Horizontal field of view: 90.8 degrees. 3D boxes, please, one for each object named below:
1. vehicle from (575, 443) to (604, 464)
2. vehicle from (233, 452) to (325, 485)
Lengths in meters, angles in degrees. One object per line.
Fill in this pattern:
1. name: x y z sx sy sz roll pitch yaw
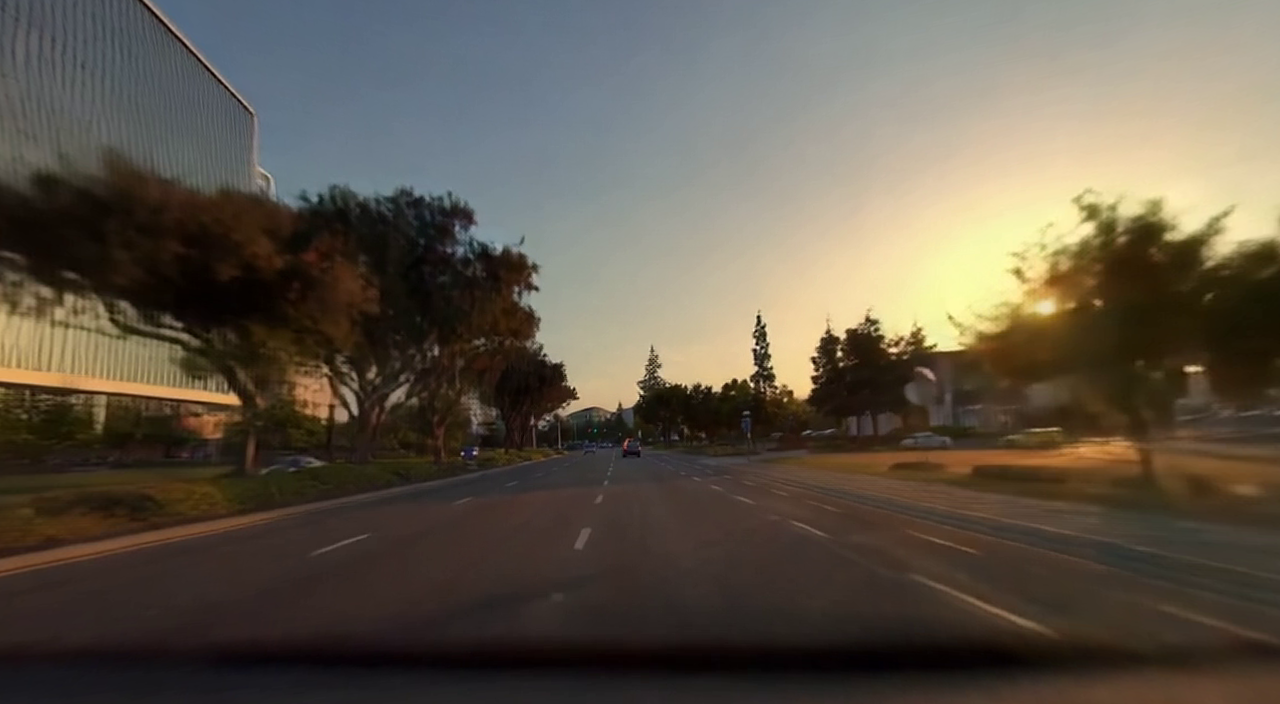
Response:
1. vehicle: -3.882 7.853 49.034 2.080 1.445 4.096 -1 -8 -2
2. vehicle: -18.107 5.841 32.005 1.972 1.457 4.716 -1 -8 -2
